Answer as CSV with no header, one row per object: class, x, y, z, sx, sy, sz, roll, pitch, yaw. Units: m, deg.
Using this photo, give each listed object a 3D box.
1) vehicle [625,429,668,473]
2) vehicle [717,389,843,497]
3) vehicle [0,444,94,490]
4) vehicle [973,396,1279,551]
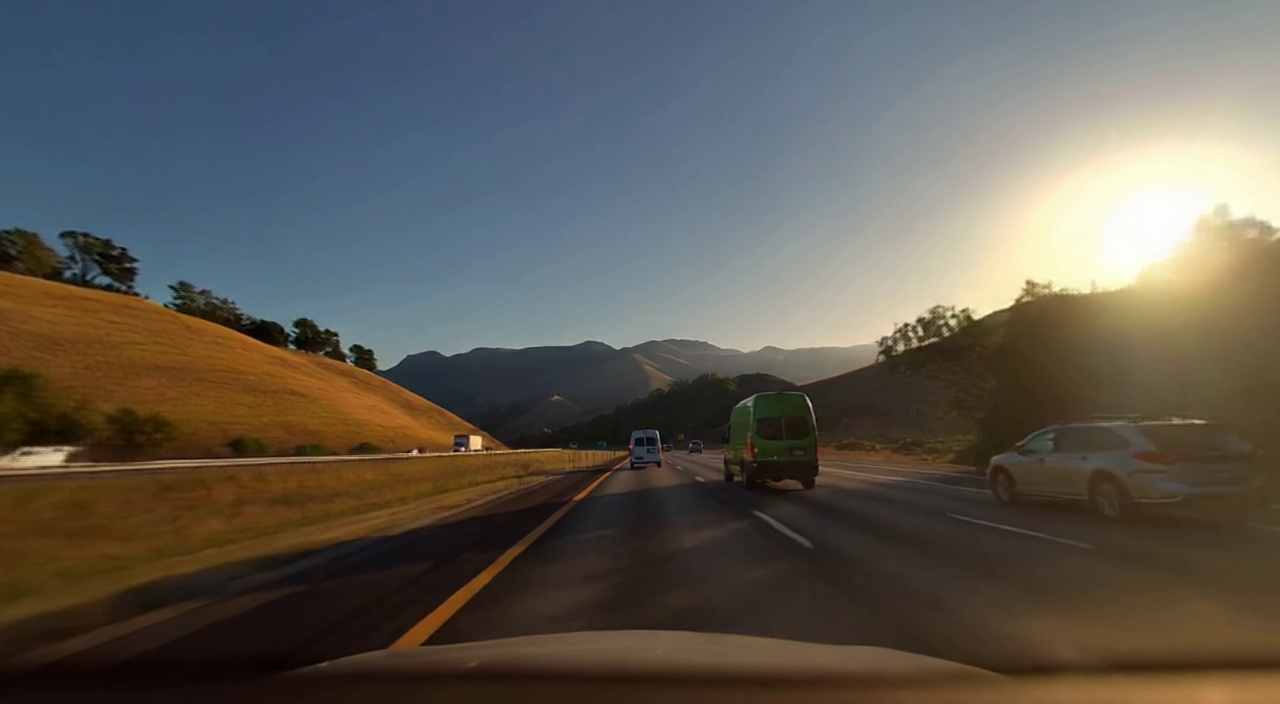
vehicle,0.353,5.200,33.288,2.131,2.122,4.473,0,-8,1
vehicle,3.860,2.710,18.826,2.302,2.670,6.176,0,-8,0
vehicle,-24.717,4.494,24.881,2.012,1.697,4.756,0,-8,1
vehicle,7.935,1.870,10.357,2.240,1.925,4.854,0,-8,0
